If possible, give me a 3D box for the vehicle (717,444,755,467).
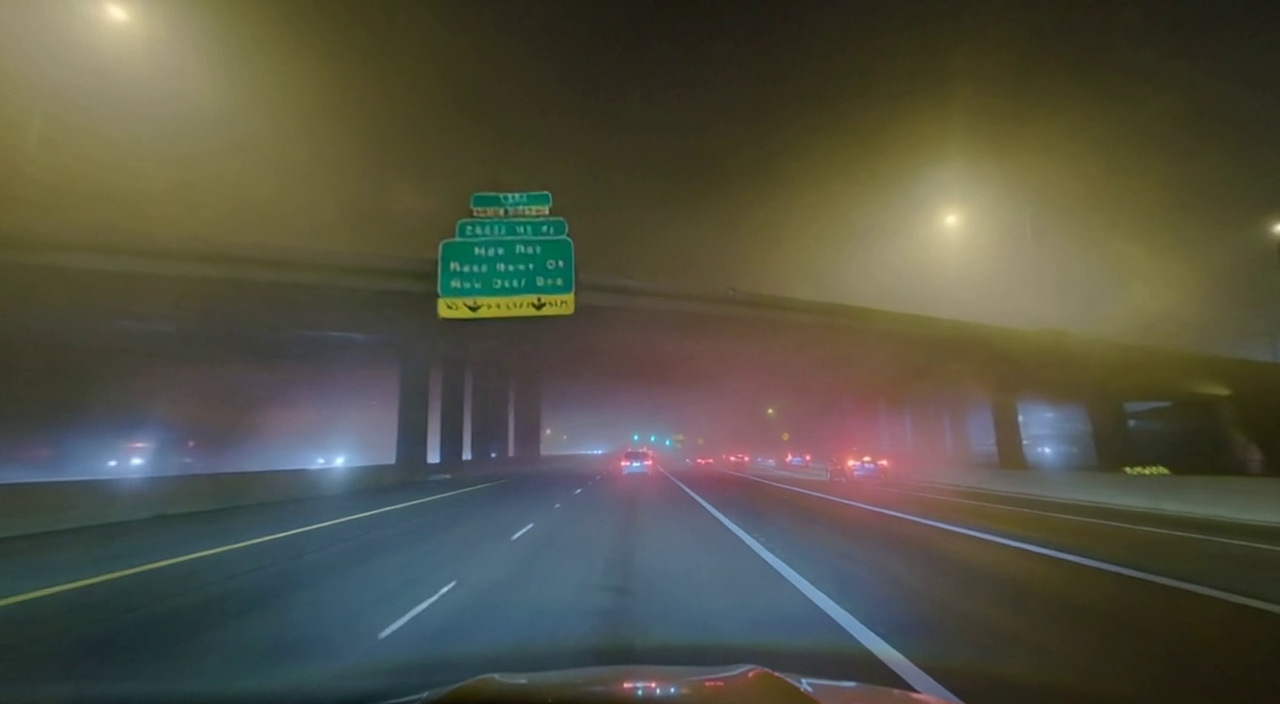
[{"bbox_3d":[7.011,7.620,46.635,2.075,1.611,4.421,0,-8,-1],"label":"vehicle"}]

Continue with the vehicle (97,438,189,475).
[{"bbox_3d":[-38.233,8.046,48.898,2.385,2.644,5.881,0,-8,-2],"label":"vehicle"}]

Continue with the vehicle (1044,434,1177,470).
[{"bbox_3d":[21.081,4.505,28.655,1.821,1.479,5.004,1,-8,-6],"label":"vehicle"}]
